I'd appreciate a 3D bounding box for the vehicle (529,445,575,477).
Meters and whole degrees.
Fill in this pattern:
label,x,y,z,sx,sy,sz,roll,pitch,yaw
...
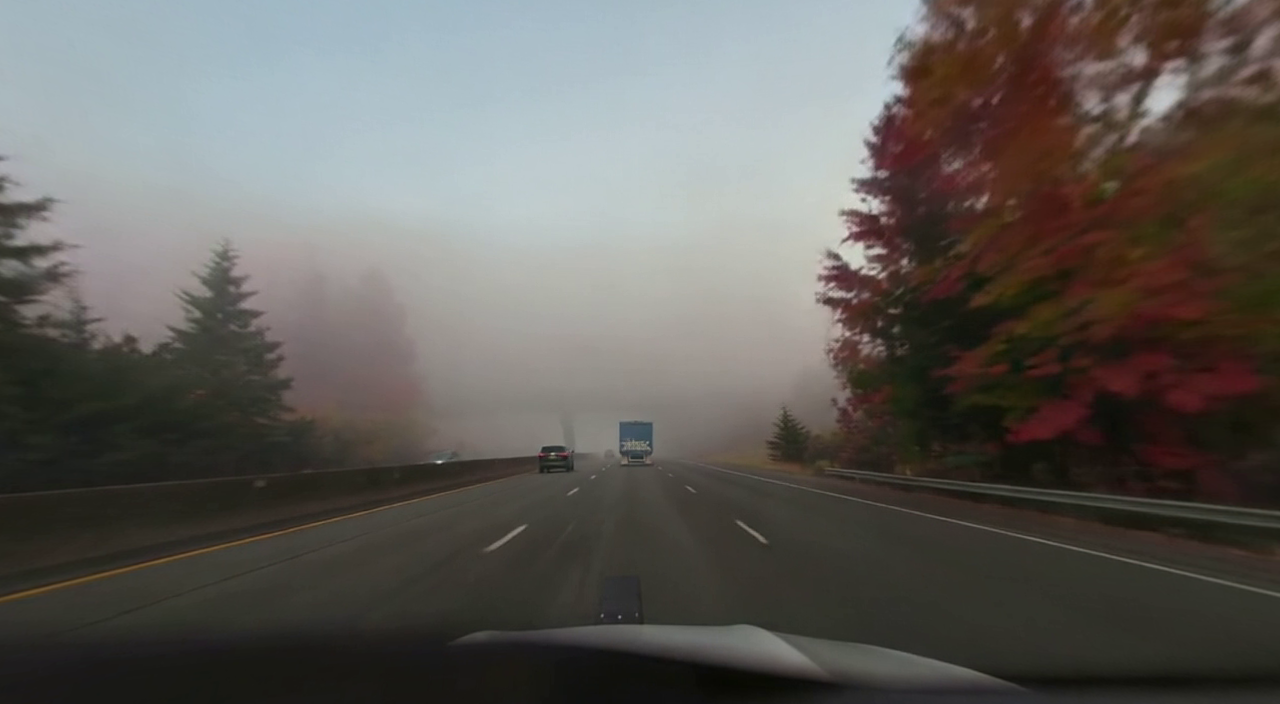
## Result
label,x,y,z,sx,sy,sz,roll,pitch,yaw
vehicle,-4.489,5.614,32.449,1.892,1.529,3.996,0,-9,-1
